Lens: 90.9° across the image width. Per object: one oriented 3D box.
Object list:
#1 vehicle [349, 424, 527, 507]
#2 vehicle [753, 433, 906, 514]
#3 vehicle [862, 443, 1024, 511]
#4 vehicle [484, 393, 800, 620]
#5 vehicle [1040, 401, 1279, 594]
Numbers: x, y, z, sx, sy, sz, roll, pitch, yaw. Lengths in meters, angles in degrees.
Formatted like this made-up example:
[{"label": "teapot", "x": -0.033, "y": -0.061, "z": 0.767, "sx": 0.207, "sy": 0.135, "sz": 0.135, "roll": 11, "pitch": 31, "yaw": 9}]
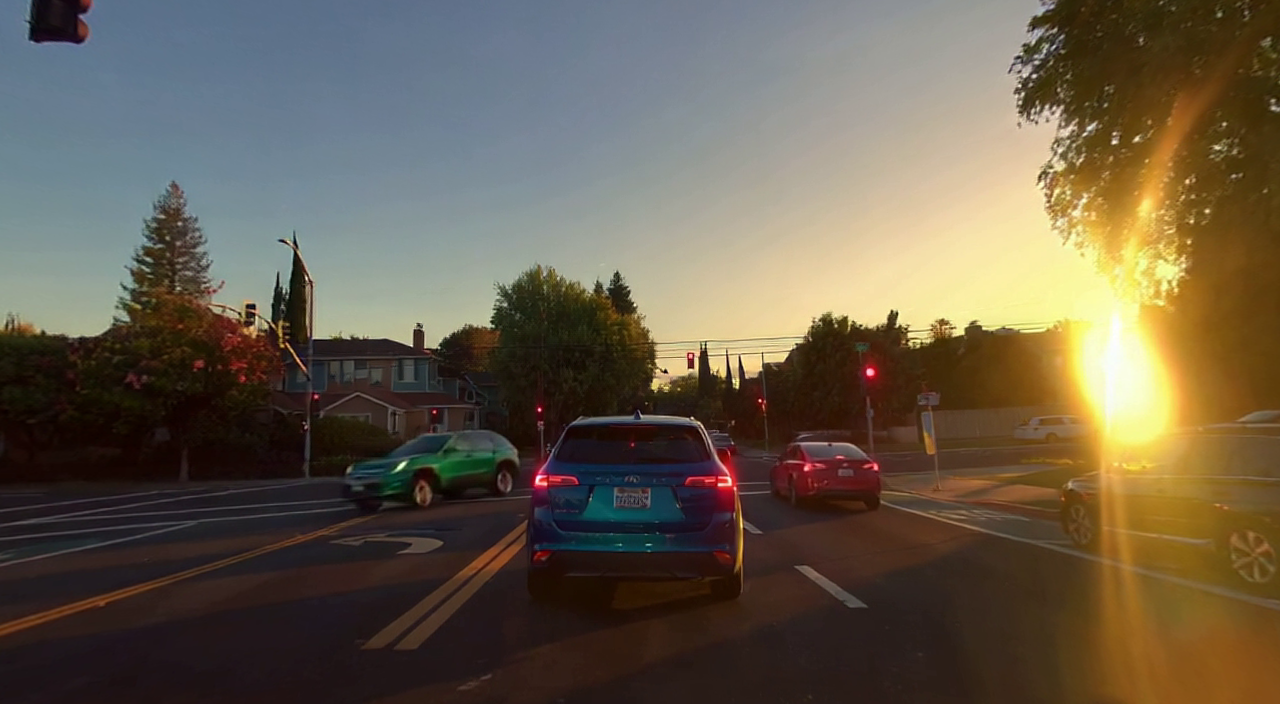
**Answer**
[{"label": "vehicle", "x": -4.921, "y": 2.843, "z": 16.310, "sx": 2.059, "sy": 1.797, "sz": 4.824, "roll": -2, "pitch": -9, "yaw": 15}, {"label": "vehicle", "x": 4.048, "y": 2.665, "z": 14.426, "sx": 2.077, "sy": 1.527, "sz": 4.755, "roll": 0, "pitch": -8, "yaw": 1}, {"label": "vehicle", "x": 7.293, "y": 3.010, "z": 15.794, "sx": 1.860, "sy": 1.436, "sz": 4.479, "roll": 0, "pitch": -8, "yaw": 0}, {"label": "vehicle", "x": 0.042, "y": 1.464, "z": 6.914, "sx": 2.322, "sy": 1.667, "sz": 4.367, "roll": 0, "pitch": -8, "yaw": 1}, {"label": "vehicle", "x": 7.022, "y": 1.534, "z": 7.049, "sx": 1.989, "sy": 1.791, "sz": 4.735, "roll": 0, "pitch": -8, "yaw": 1}]
